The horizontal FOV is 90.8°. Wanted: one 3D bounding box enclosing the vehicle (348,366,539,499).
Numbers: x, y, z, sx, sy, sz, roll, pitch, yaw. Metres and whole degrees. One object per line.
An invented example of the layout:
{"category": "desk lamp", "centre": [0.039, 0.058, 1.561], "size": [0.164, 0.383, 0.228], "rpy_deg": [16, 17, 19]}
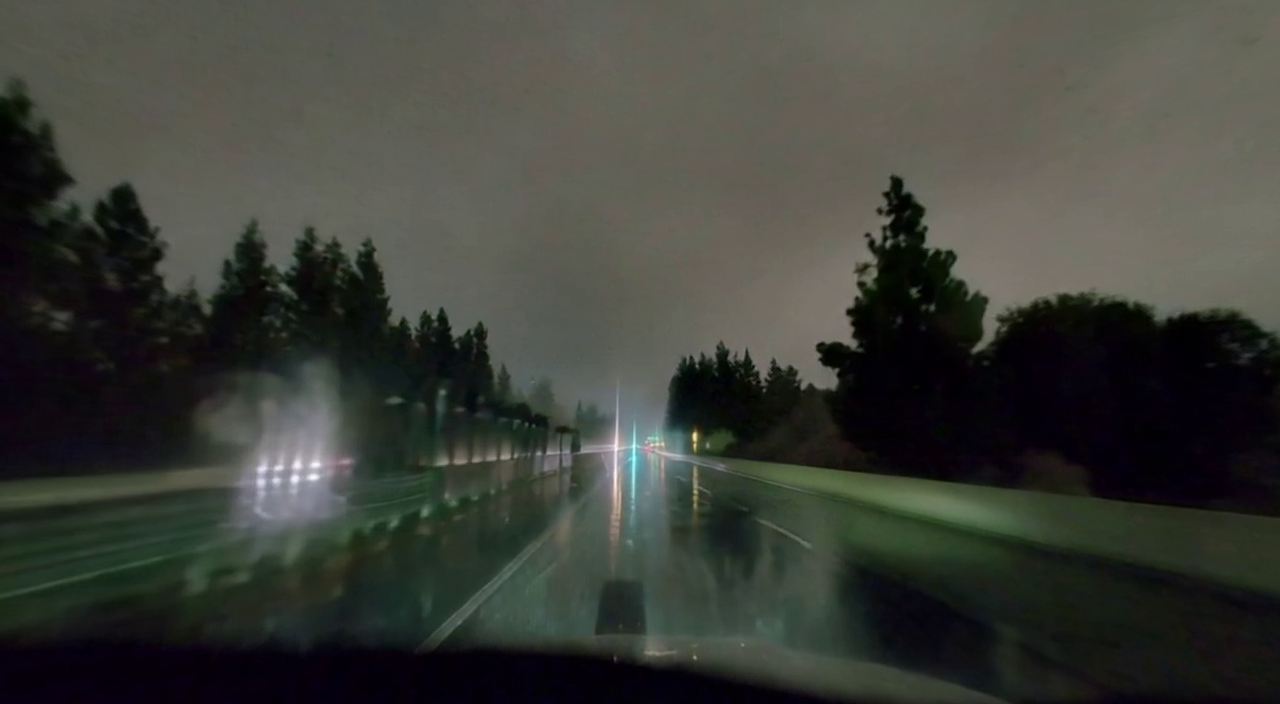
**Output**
{"category": "vehicle", "centre": [-6.640, 3.347, 24.890], "size": [2.939, 3.731, 14.269], "rpy_deg": [0, -9, 0]}
